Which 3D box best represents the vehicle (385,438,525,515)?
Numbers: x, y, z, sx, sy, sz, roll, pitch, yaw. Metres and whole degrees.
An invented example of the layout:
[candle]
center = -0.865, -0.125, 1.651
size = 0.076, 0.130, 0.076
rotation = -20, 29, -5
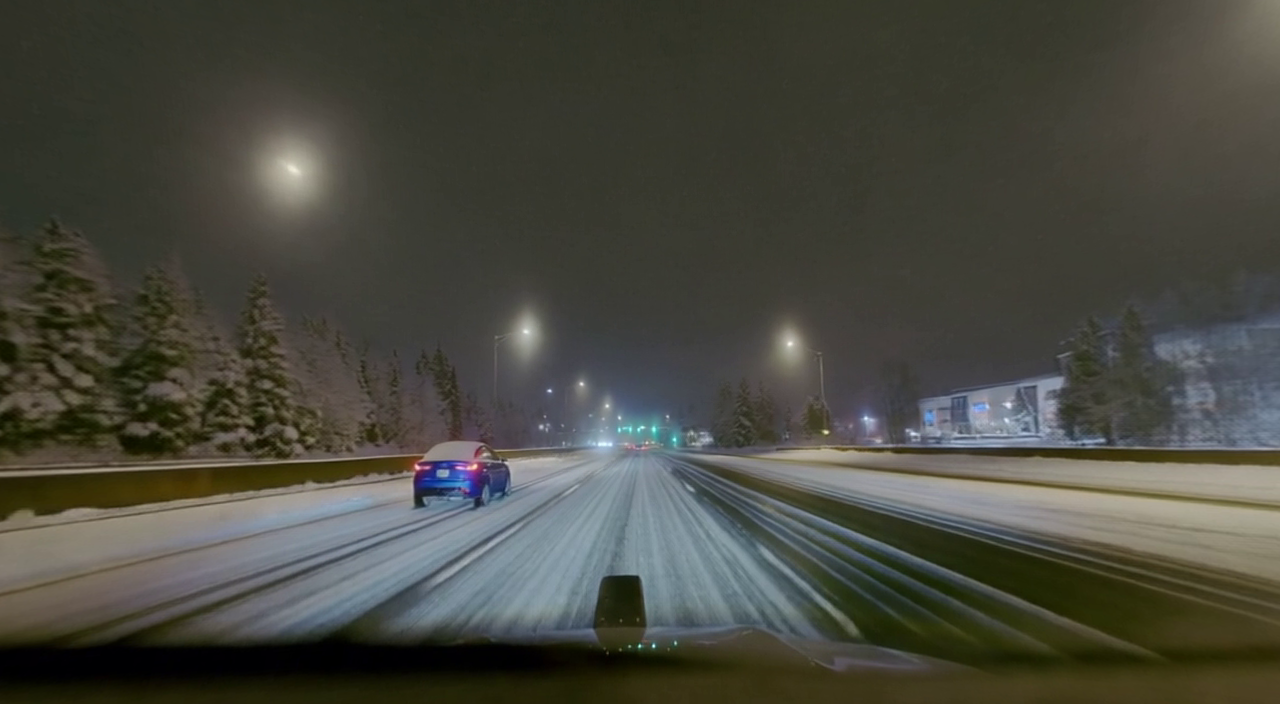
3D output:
[vehicle]
center = -4.077, 2.809, 14.777
size = 1.900, 1.492, 4.495
rotation = 0, -9, 0
